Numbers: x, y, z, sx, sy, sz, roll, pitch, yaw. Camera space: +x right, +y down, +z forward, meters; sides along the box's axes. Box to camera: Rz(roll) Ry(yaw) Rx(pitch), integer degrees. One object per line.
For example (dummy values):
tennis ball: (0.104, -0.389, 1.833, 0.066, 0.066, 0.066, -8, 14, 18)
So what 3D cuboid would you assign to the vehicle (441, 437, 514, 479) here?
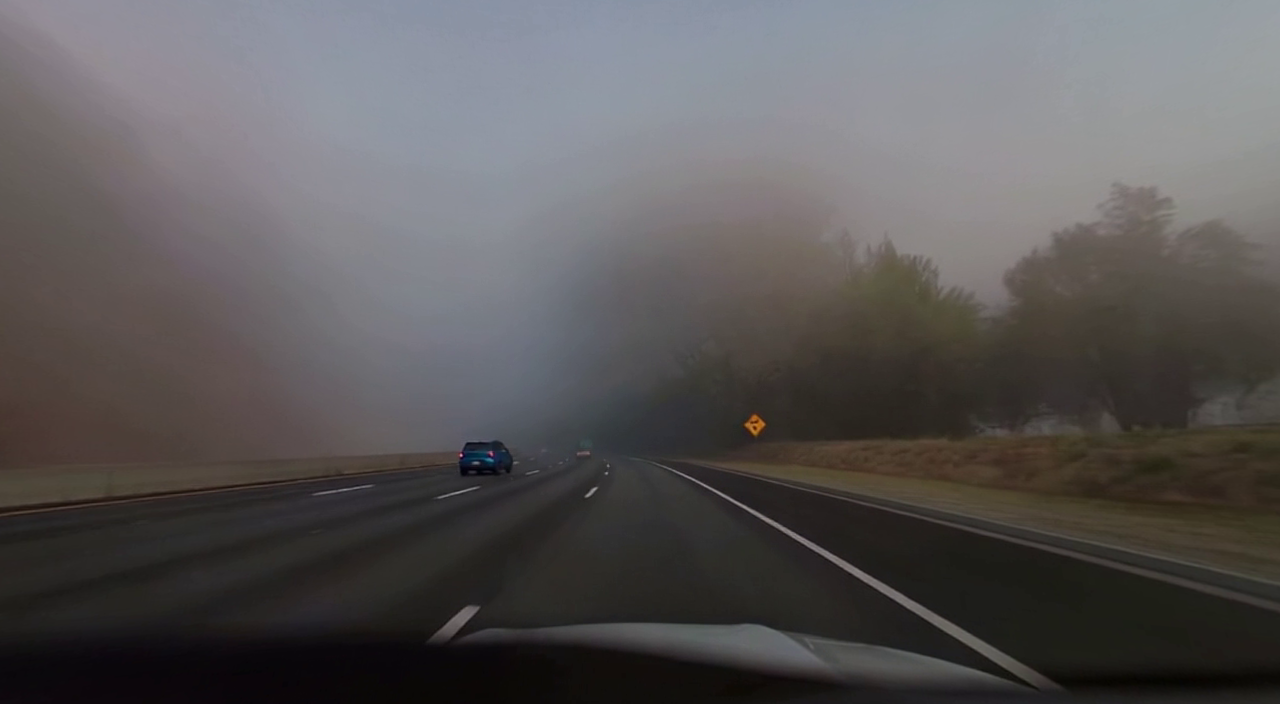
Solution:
vehicle: (-7.112, 4.679, 28.109, 2.046, 1.712, 4.533, 0, -8, 0)
